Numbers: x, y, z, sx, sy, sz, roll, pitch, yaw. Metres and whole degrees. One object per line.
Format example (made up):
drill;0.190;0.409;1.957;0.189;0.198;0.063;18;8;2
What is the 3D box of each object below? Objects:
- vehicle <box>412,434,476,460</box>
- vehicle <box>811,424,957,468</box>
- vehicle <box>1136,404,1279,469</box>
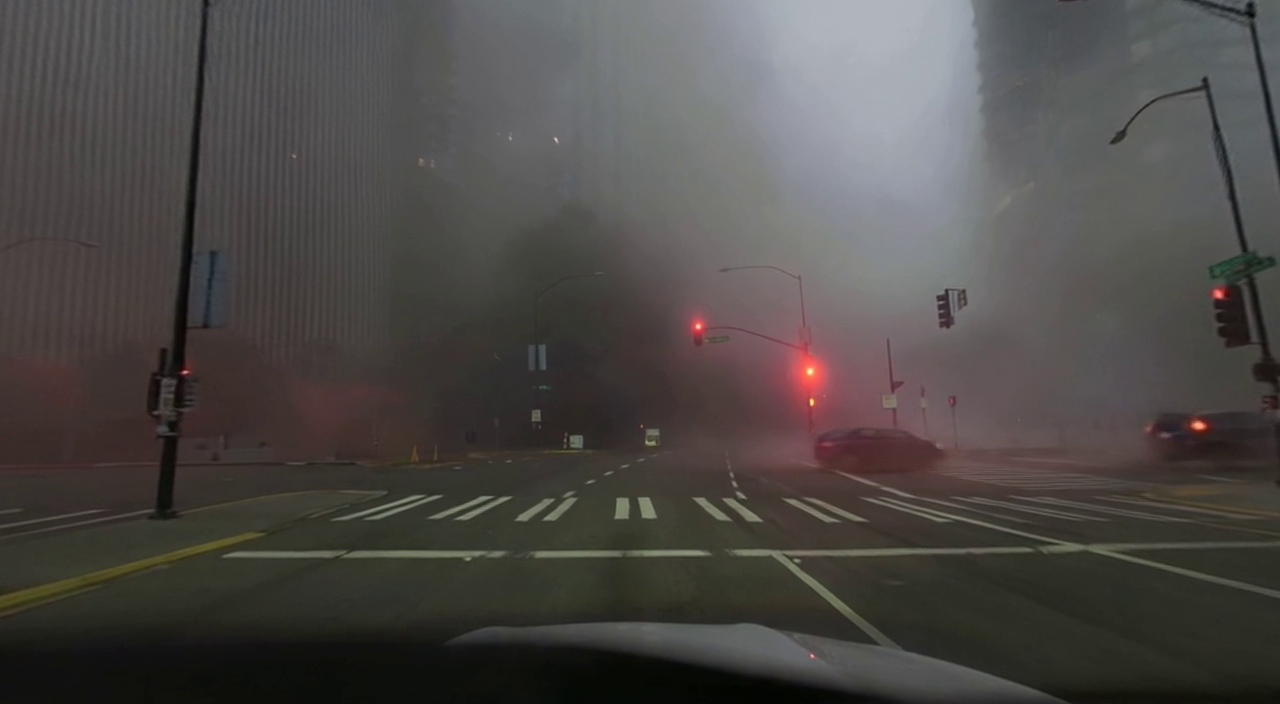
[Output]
vehicle;-12.190;5.966;39.660;1.964;1.476;4.593;-2;-9;8
vehicle;8.658;3.358;22.628;4.482;1.492;1.805;1;-9;-6
vehicle;19.914;2.779;20.717;5.659;1.967;2.149;1;-9;-6
